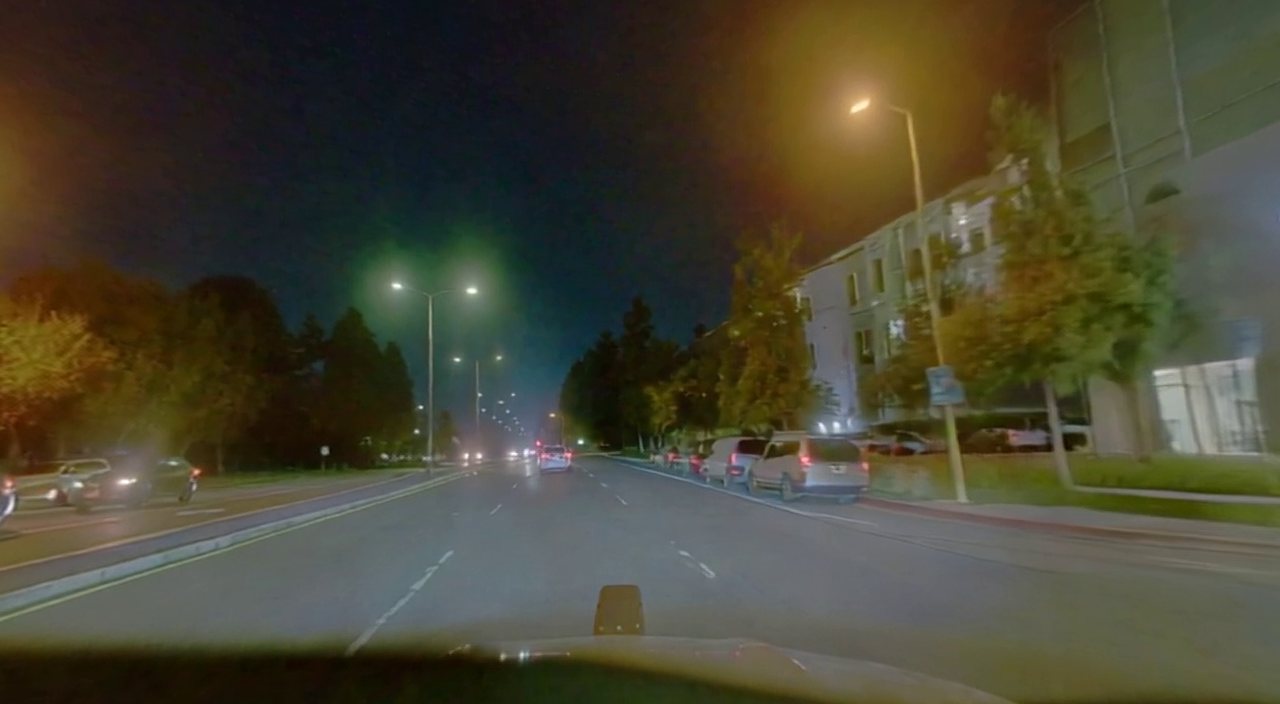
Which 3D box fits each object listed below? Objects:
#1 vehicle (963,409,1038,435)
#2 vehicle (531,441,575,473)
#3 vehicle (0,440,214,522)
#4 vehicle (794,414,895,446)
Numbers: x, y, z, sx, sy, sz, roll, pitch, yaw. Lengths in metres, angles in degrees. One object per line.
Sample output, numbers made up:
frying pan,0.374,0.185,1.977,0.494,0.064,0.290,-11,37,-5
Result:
vehicle,25.311,4.976,44.580,2.175,1.626,4.598,1,-8,-7
vehicle,-4.935,5.795,35.261,2.197,1.642,4.312,2,-9,-11
vehicle,-13.535,3.181,16.271,2.275,1.752,4.858,1,-8,-8
vehicle,11.354,4.377,35.200,4.851,1.737,2.189,2,-9,-11
